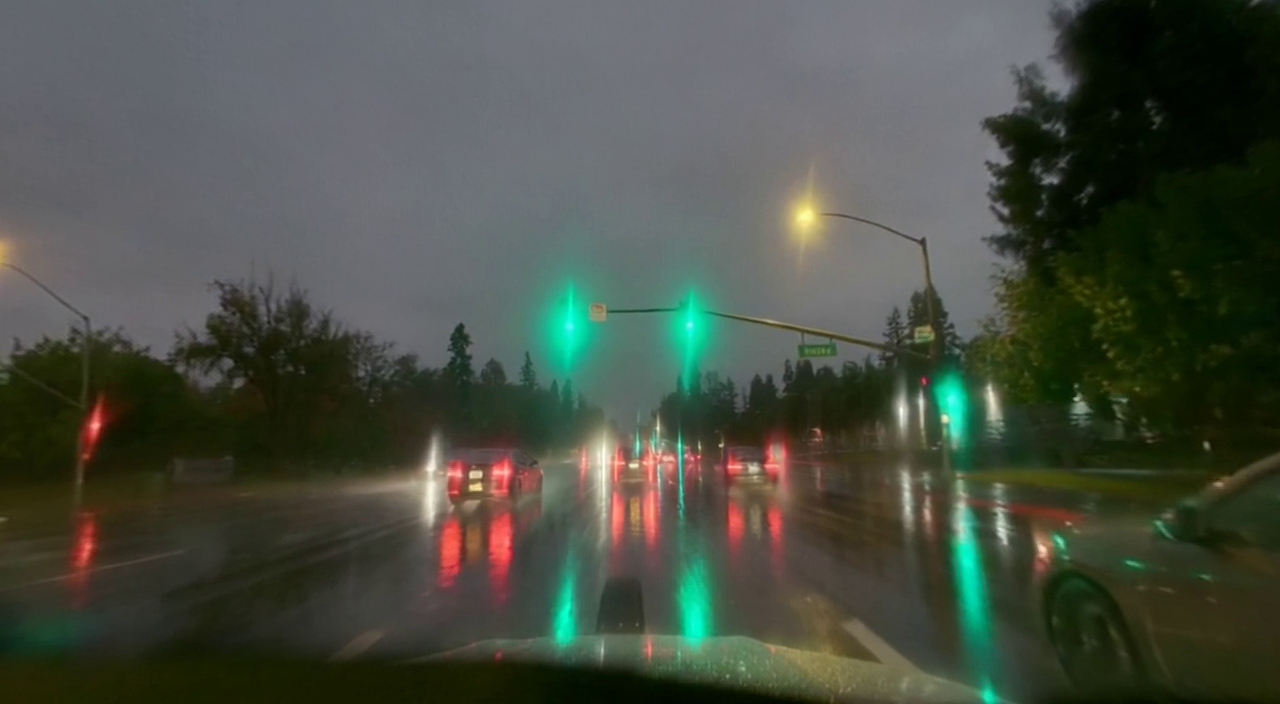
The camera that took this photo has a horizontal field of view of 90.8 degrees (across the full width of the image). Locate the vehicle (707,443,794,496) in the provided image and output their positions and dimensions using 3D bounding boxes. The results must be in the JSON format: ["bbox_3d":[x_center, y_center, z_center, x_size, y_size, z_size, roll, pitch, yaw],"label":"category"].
[{"bbox_3d":[3.497,3.794,20.843,2.068,1.541,4.041,0,-8,-1],"label":"vehicle"}]

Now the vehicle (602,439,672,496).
[{"bbox_3d":[-0.088,3.873,21.619,2.150,1.725,4.096,-1,-8,0],"label":"vehicle"}]

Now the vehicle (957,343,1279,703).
[{"bbox_3d":[3.283,0.763,2.030,2.069,1.644,4.714,-1,-8,0],"label":"vehicle"}]

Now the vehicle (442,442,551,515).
[{"bbox_3d":[-3.528,3.154,16.311,1.823,1.602,4.061,-1,-8,0],"label":"vehicle"}]
